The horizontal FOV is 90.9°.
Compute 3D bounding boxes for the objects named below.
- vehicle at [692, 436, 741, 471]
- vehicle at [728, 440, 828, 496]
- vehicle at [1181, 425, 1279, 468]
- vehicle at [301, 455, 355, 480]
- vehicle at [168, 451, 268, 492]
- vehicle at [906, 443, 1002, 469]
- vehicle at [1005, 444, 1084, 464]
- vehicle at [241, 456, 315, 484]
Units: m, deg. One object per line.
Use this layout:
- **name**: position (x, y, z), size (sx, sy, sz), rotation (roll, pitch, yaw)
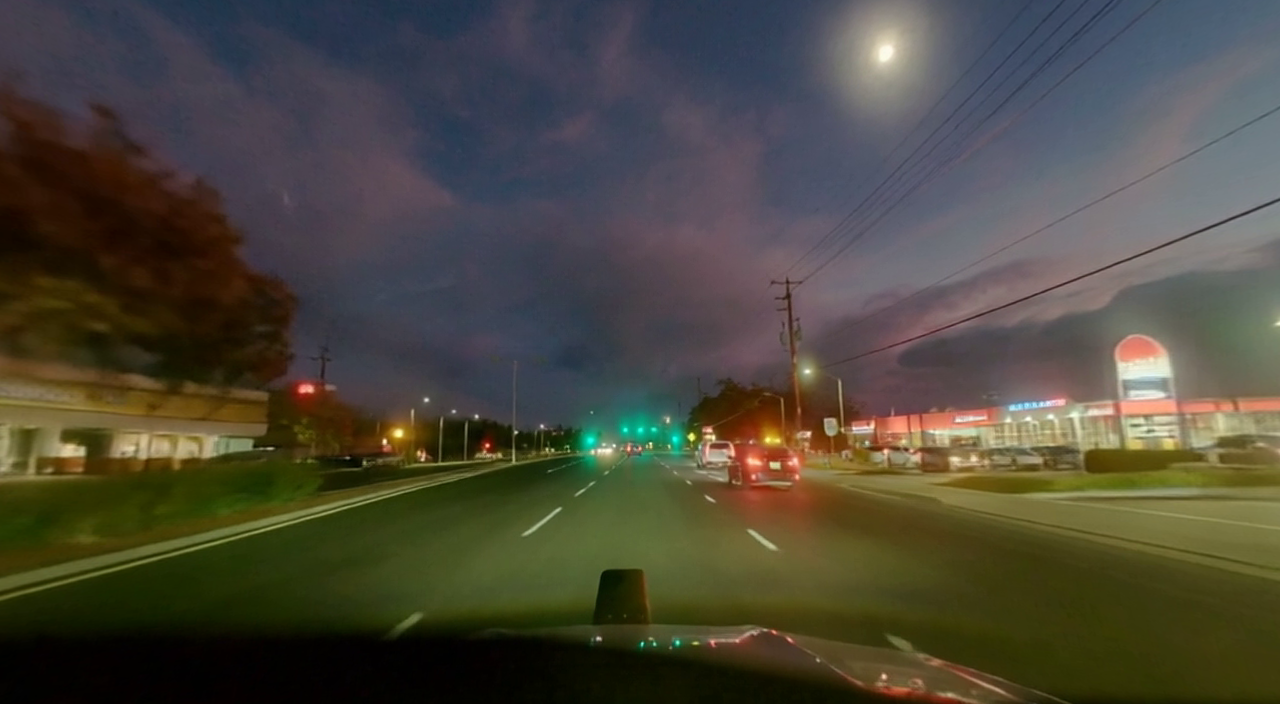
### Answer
- **vehicle**: position (4.413, 5.968, 37.108), size (2.140, 1.921, 4.431), rotation (0, -8, -2)
- **vehicle**: position (3.966, 3.401, 18.935), size (1.916, 1.459, 4.335), rotation (0, -8, -2)
- **vehicle**: position (31.609, 4.851, 32.462), size (5.184, 2.130, 2.349), rotation (0, -8, 0)
- **vehicle**: position (-22.835, 8.429, 46.342), size (1.822, 1.551, 4.295), rotation (-3, -8, -1)
- **vehicle**: position (-22.475, 6.322, 33.830), size (2.058, 1.837, 4.990), rotation (-3, -8, -2)
- **vehicle**: position (18.363, 6.083, 36.990), size (4.502, 1.459, 2.082), rotation (0, -8, -3)
- **vehicle**: position (30.891, 7.806, 48.213), size (4.587, 1.468, 2.153), rotation (1, -8, -4)
- **vehicle**: position (-22.783, 7.397, 39.887), size (1.833, 1.534, 4.821), rotation (0, -8, -1)
